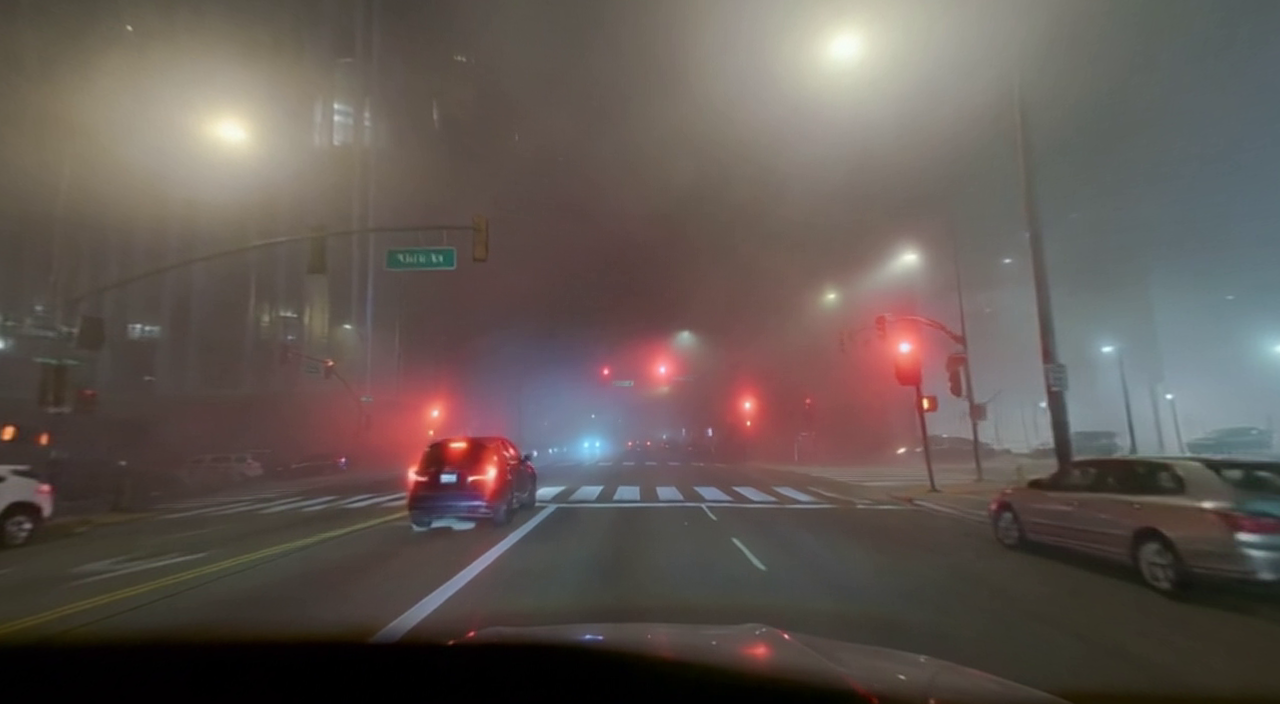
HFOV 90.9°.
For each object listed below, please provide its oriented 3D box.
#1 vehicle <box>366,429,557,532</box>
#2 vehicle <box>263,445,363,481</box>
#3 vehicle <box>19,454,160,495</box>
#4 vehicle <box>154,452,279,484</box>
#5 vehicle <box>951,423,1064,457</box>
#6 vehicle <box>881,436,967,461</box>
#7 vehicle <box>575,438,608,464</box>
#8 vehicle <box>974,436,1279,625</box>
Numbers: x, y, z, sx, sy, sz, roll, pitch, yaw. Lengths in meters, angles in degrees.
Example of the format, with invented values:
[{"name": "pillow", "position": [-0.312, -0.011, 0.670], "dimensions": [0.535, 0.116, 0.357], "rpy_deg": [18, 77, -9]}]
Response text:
[{"name": "vehicle", "position": [-2.915, 2.217, 11.586], "dimensions": [2.014, 1.480, 4.780], "rpy_deg": [0, -8, 1]}, {"name": "vehicle", "position": [-21.403, 7.271, 41.471], "dimensions": [5.283, 1.959, 2.453], "rpy_deg": [-3, -7, -1]}, {"name": "vehicle", "position": [-25.113, 5.589, 28.866], "dimensions": [4.599, 1.429, 2.031], "rpy_deg": [-4, -7, 0]}, {"name": "vehicle", "position": [-21.590, 5.934, 32.310], "dimensions": [4.791, 1.506, 2.244], "rpy_deg": [0, -8, 0]}, {"name": "vehicle", "position": [20.328, 4.916, 35.011], "dimensions": [4.827, 1.817, 2.190], "rpy_deg": [0, -8, 0]}, {"name": "vehicle", "position": [17.377, 5.911, 38.722], "dimensions": [4.293, 1.495, 1.935], "rpy_deg": [0, -8, -1]}, {"name": "vehicle", "position": [-3.762, 7.803, 49.730], "dimensions": [2.176, 1.804, 4.740], "rpy_deg": [-3, -9, 0]}, {"name": "vehicle", "position": [5.890, 1.675, 6.808], "dimensions": [1.929, 1.464, 4.494], "rpy_deg": [0, -8, -3]}]
